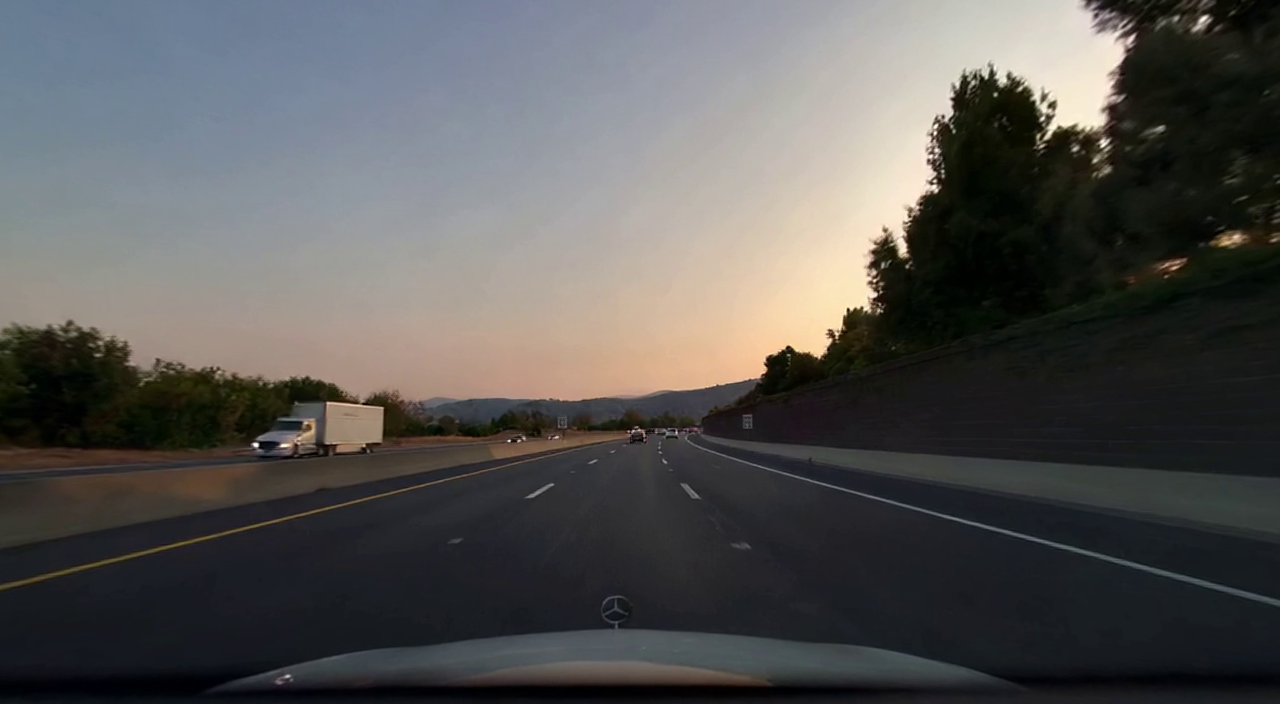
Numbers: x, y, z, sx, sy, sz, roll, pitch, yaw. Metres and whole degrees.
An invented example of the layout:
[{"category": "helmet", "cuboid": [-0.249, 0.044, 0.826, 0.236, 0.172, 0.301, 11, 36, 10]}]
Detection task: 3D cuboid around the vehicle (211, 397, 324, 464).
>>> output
[{"category": "vehicle", "cuboid": [-23.982, 5.124, 41.083, 3.205, 4.025, 6.470, 0, -8, 1]}]
